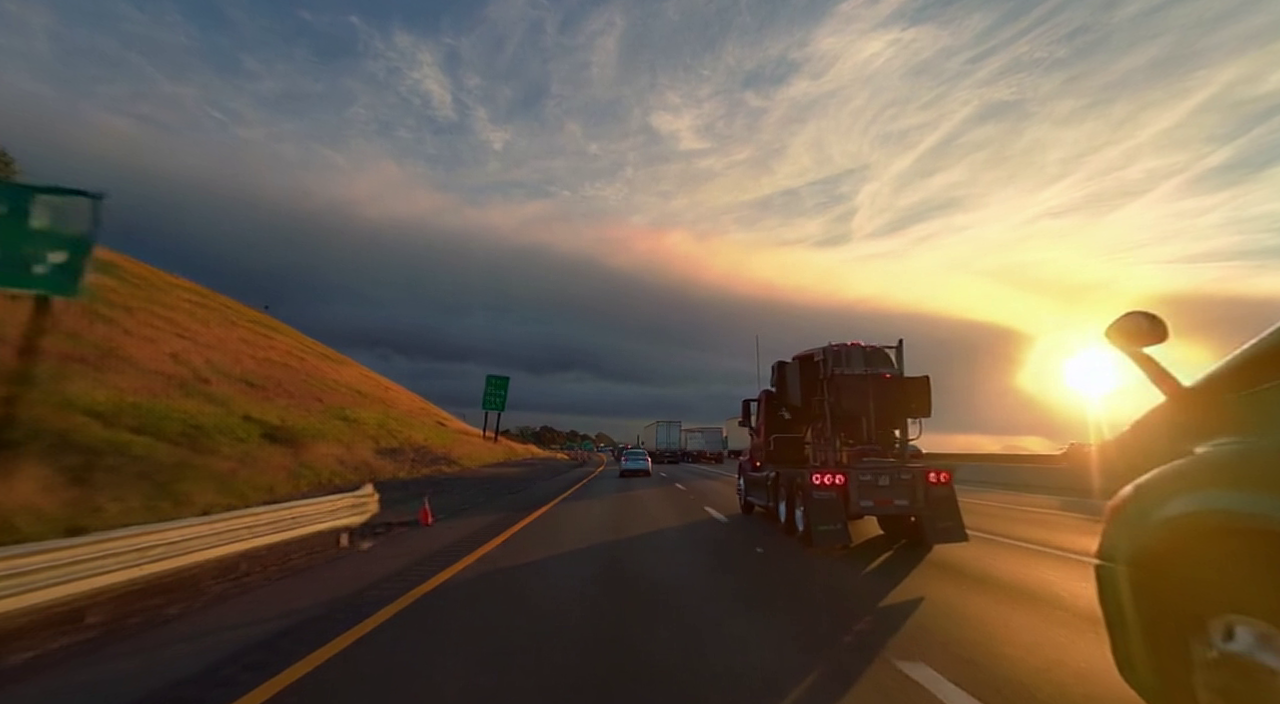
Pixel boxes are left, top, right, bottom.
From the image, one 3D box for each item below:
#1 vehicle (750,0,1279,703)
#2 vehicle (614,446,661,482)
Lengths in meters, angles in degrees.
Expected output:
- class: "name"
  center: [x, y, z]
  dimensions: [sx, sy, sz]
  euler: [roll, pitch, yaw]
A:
- class: "vehicle"
  center: [3.602, 0.176, 5.321]
  dimensions: [2.874, 4.065, 14.243]
  euler: [0, -9, 0]
- class: "vehicle"
  center: [-0.122, 4.950, 28.065]
  dimensions: [1.927, 1.437, 3.794]
  euler: [0, -9, -1]
